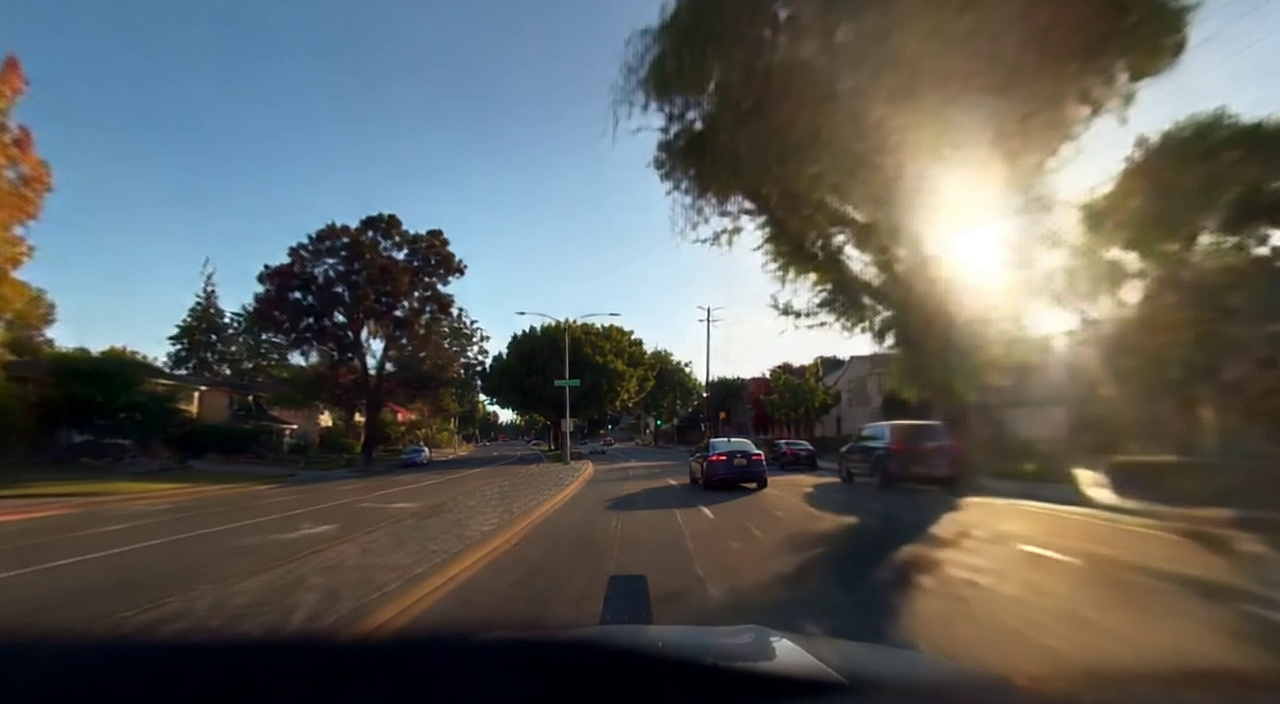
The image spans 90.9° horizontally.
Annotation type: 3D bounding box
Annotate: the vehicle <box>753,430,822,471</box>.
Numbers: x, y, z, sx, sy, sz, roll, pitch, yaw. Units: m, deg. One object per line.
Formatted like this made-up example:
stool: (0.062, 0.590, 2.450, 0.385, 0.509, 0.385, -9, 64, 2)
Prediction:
vehicle: (6.287, 4.258, 27.333, 2.008, 1.614, 4.369, 0, -8, 1)

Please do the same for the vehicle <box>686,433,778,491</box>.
vehicle: (2.530, 3.161, 18.415, 1.960, 1.479, 4.086, 0, -8, -2)

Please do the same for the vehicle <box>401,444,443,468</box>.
vehicle: (-15.849, 7.557, 45.989, 1.949, 1.642, 4.376, 1, -9, -6)

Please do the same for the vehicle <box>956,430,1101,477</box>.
vehicle: (13.062, 3.439, 21.420, 3.635, 1.482, 1.879, -1, -9, 8)

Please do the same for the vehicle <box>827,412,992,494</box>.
vehicle: (6.915, 2.666, 16.871, 2.065, 1.861, 4.704, 1, -8, -4)
